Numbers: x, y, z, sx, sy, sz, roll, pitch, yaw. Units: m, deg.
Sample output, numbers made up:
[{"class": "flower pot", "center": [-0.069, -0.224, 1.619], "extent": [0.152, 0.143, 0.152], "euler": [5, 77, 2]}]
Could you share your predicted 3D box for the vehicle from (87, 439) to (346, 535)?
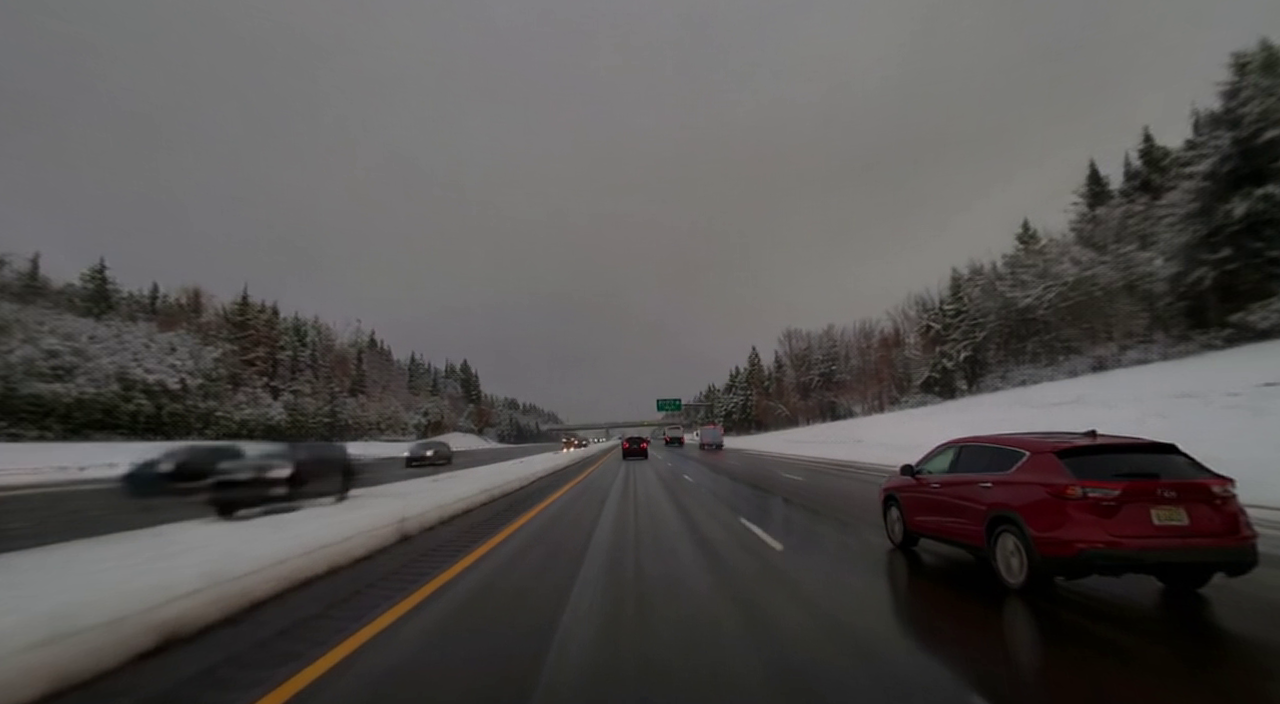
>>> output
[{"class": "vehicle", "center": [-7.753, 2.448, 12.239], "extent": [1.929, 1.456, 4.458], "euler": [0, -8, 0]}]

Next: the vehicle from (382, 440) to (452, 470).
[{"class": "vehicle", "center": [-11.394, 5.267, 32.551], "extent": [1.949, 1.422, 4.500], "euler": [0, -8, 0]}]

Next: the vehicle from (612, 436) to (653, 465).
[{"class": "vehicle", "center": [-0.410, 5.271, 34.033], "extent": [2.055, 1.466, 4.317], "euler": [0, -8, -1]}]

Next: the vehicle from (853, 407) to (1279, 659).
[{"class": "vehicle", "center": [3.930, 1.397, 6.202], "extent": [1.961, 1.495, 4.743], "euler": [0, -8, -1]}]

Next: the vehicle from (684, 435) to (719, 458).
[{"class": "vehicle", "center": [4.345, 6.718, 44.937], "extent": [1.995, 1.556, 3.893], "euler": [0, -8, -2]}]
